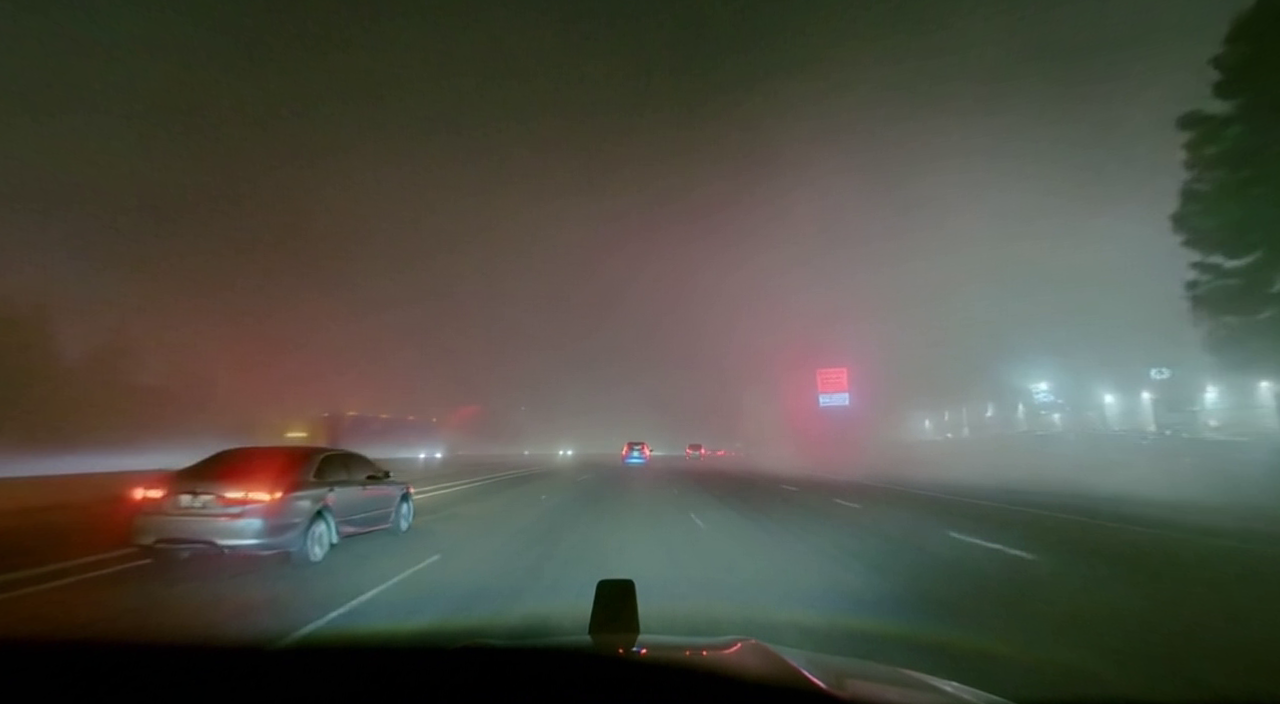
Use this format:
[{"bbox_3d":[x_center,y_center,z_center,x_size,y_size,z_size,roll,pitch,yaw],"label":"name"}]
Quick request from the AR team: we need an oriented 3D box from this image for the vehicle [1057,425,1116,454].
[{"bbox_3d":[28.827,5.618,40.744,4.690,1.731,2.065,7,-8,-42],"label":"vehicle"}]

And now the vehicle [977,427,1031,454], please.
[{"bbox_3d":[25.896,6.282,44.881,4.384,1.848,2.061,7,-11,-43],"label":"vehicle"}]

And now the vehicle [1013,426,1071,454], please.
[{"bbox_3d":[27.298,5.958,42.809,4.472,1.804,2.149,7,-10,-43],"label":"vehicle"}]

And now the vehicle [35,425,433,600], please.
[{"bbox_3d":[-4.282,1.725,7.818,1.907,1.483,4.562,-1,-8,0],"label":"vehicle"}]

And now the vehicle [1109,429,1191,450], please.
[{"bbox_3d":[38.115,6.571,47.261,4.372,1.479,1.754,-2,-8,7],"label":"vehicle"}]

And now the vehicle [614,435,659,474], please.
[{"bbox_3d":[-0.115,5.411,33.595,2.155,1.856,4.796,-1,-8,2],"label":"vehicle"}]

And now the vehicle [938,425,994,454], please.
[{"bbox_3d":[24.125,6.453,46.647,4.718,1.998,2.027,7,-11,-42],"label":"vehicle"}]
